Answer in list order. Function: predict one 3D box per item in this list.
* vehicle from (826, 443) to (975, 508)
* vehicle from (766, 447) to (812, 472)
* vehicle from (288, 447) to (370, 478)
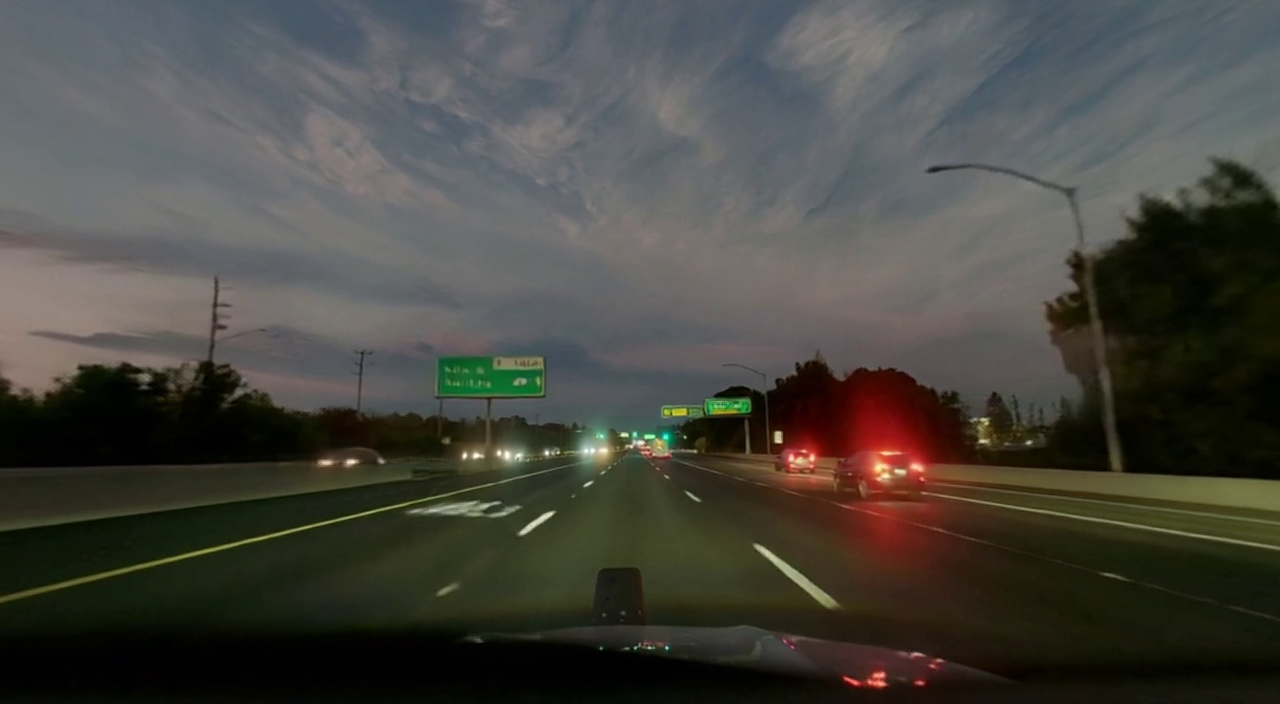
[{"bbox_3d":[6.816,3.257,17.241,1.861,1.500,4.860,0,-9,-2],"label":"vehicle"},{"bbox_3d":[9.605,6.969,41.084,1.878,1.509,4.327,0,-9,-1],"label":"vehicle"},{"bbox_3d":[-15.824,5.621,32.431,1.859,1.486,4.543,0,-9,0],"label":"vehicle"}]
